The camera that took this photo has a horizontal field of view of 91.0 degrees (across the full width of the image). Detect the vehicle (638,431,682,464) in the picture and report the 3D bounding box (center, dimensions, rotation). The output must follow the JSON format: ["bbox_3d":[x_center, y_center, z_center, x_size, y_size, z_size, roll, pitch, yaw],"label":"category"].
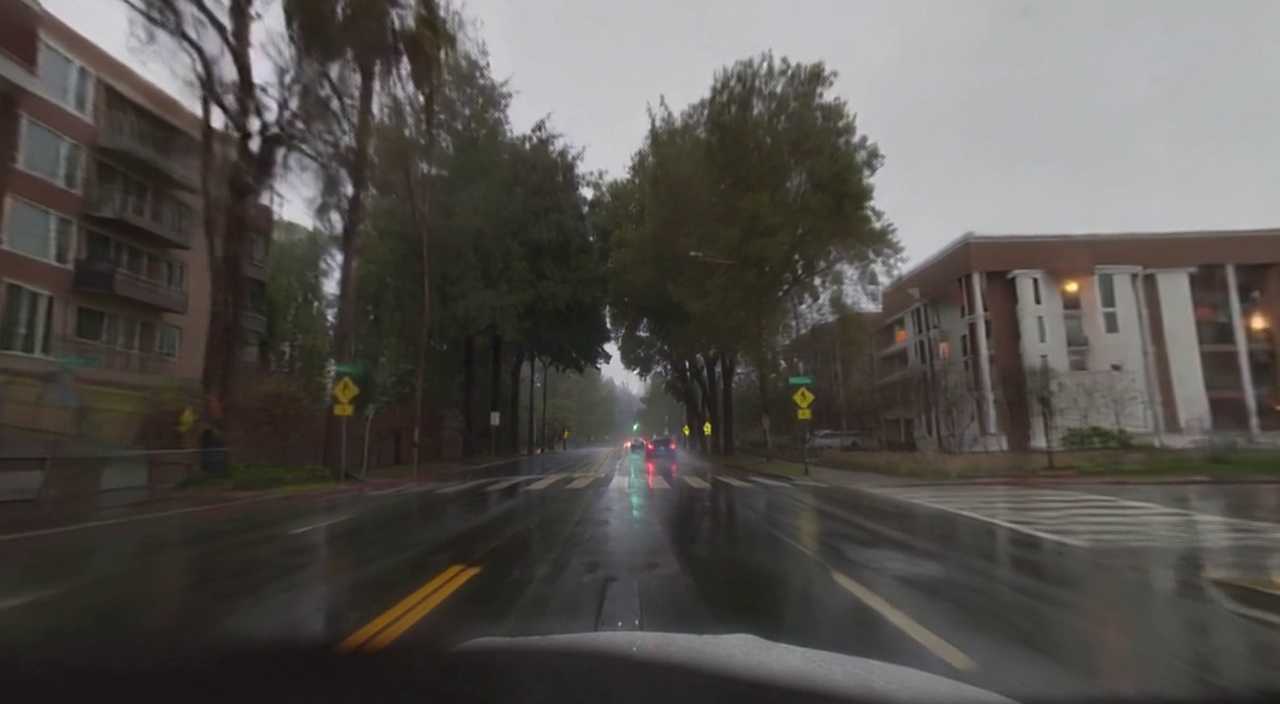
[{"bbox_3d":[1.051,5.312,34.987,1.981,1.703,3.691,1,-8,-5],"label":"vehicle"}]
